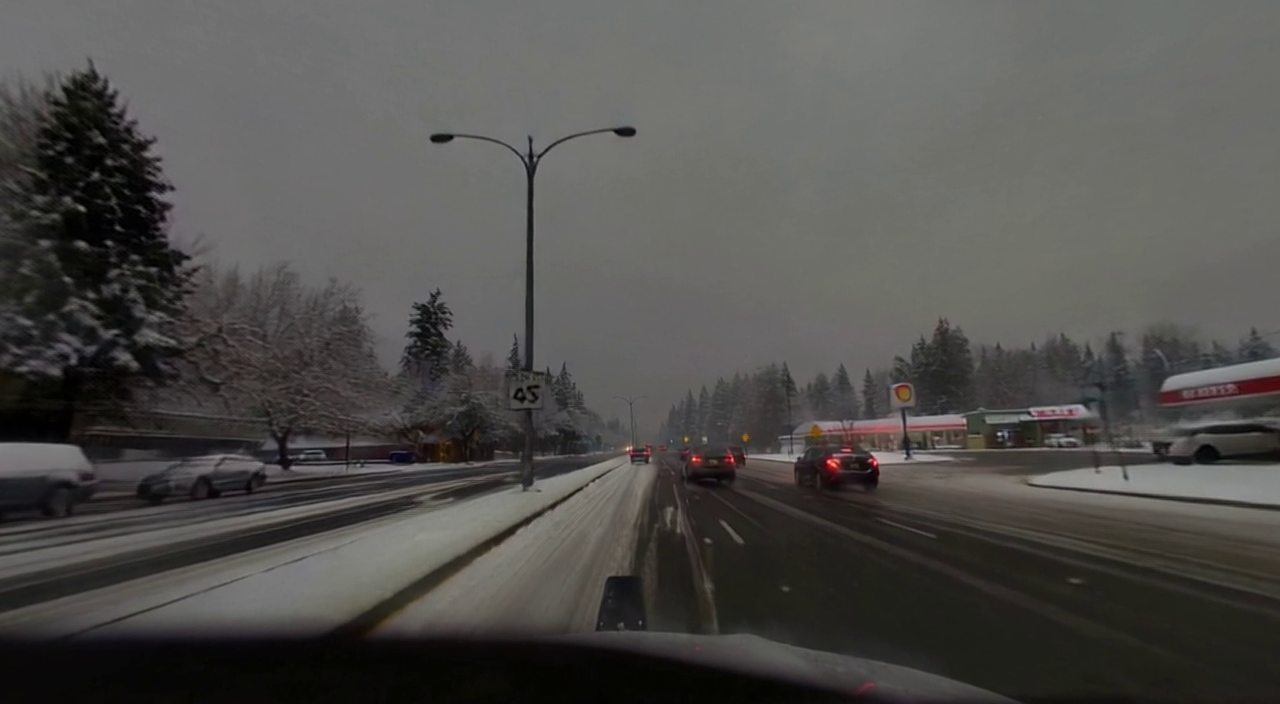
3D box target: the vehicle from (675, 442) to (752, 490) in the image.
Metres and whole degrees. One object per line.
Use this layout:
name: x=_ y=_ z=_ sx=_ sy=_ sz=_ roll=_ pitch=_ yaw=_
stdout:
vehicle: x=2.399 y=3.870 z=21.688 sx=1.971 sy=1.479 sz=4.493 roll=0 pitch=-9 yaw=-2

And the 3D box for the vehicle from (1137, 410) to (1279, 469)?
vehicle: x=23.805 y=3.562 z=25.496 sx=2.152 sy=2.069 sz=6.067 roll=-1 pitch=-8 yaw=-1

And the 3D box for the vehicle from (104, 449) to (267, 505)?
vehicle: x=-15.761 y=4.306 z=22.197 sx=2.006 sy=1.714 sz=4.829 roll=0 pitch=-9 yaw=2

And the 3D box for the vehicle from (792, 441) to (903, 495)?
vehicle: x=6.335 y=3.562 z=19.764 sx=1.918 sy=1.484 sz=4.456 roll=0 pitch=-8 yaw=-1
